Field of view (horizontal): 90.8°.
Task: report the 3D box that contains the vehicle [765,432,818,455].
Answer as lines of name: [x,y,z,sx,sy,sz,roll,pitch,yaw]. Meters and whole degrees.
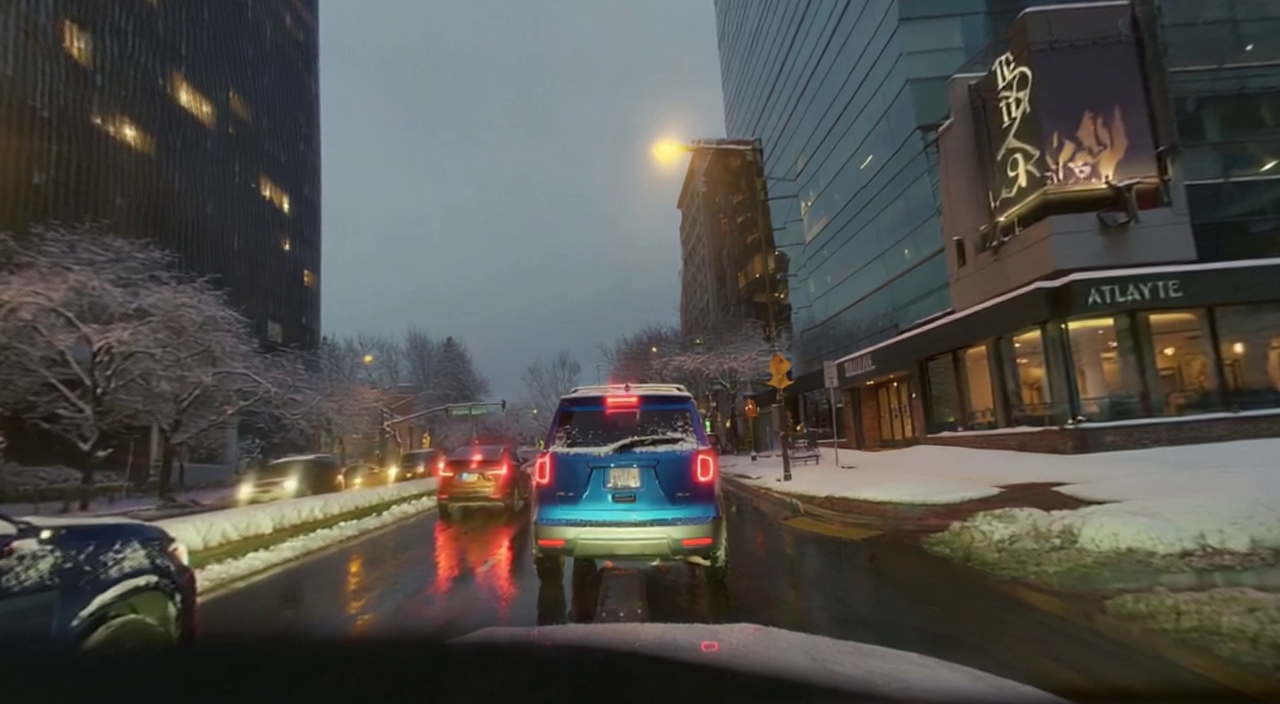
vehicle: [10.252,6.187,42.682,1.877,1.416,3.965,-9,-12,38]

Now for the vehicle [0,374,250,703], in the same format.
vehicle: [-3.186,0.798,1.338,1.971,1.658,4.428,0,-8,-2]

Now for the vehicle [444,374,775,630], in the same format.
vehicle: [-0.372,1.457,7.132,2.531,1.930,4.382,0,-9,-4]

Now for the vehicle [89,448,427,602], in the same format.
vehicle: [-4.517,2.042,8.503,1.876,1.448,4.464,0,-8,-2]
